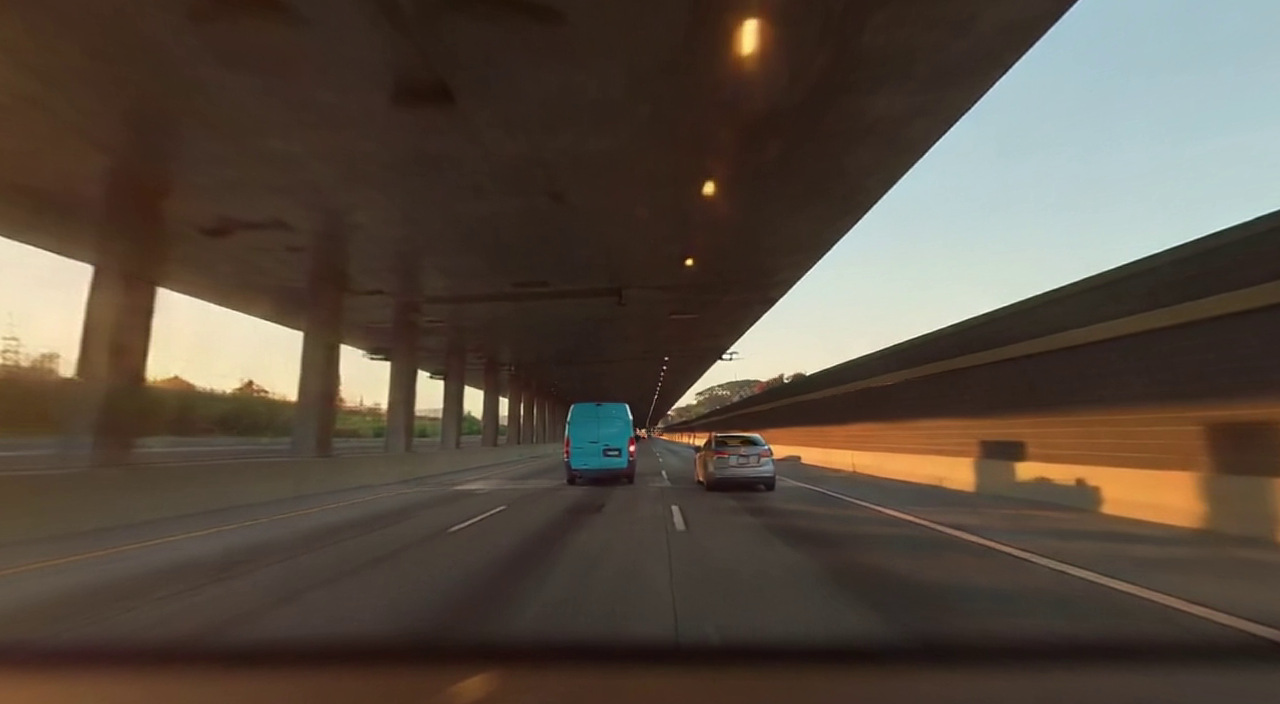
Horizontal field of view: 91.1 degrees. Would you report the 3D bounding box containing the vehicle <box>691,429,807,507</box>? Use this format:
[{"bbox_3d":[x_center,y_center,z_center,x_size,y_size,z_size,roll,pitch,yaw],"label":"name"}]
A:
[{"bbox_3d":[2.367,2.624,14.782,2.095,1.553,4.069,-1,-8,2],"label":"vehicle"}]

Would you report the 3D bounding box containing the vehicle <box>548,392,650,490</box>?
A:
[{"bbox_3d":[-1.017,2.622,18.708,2.404,2.459,5.229,-1,-8,3],"label":"vehicle"}]
